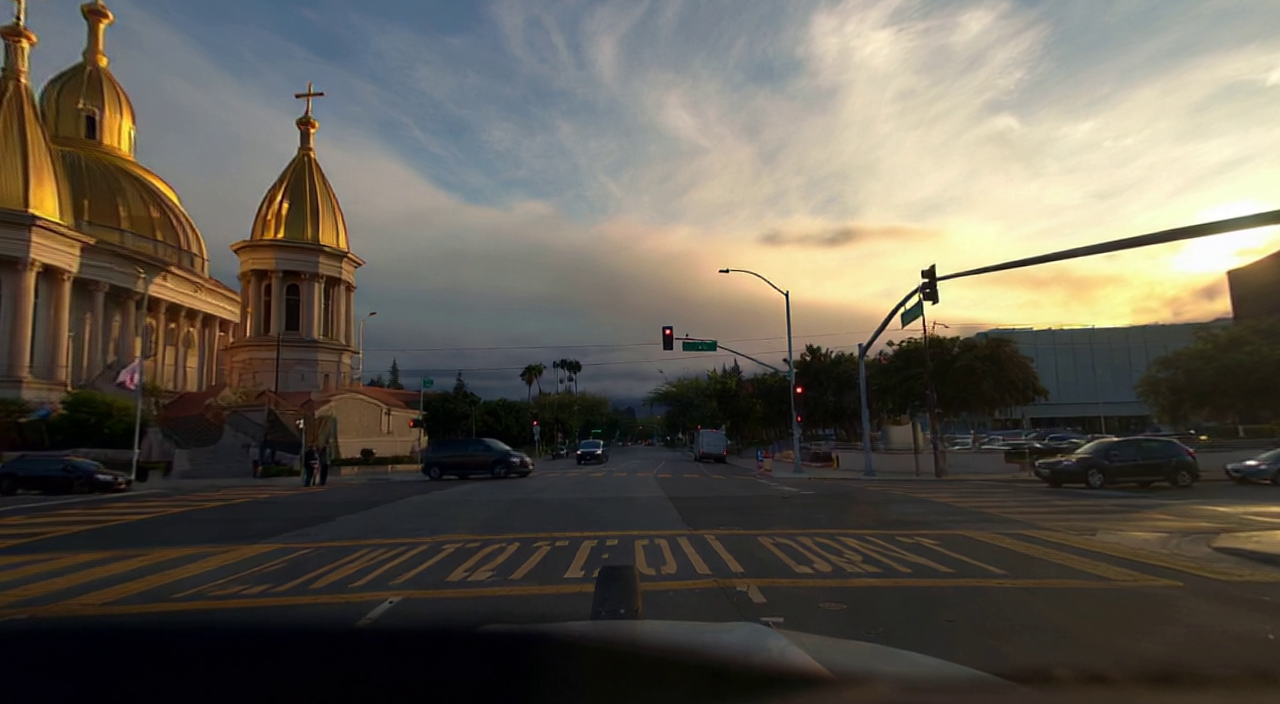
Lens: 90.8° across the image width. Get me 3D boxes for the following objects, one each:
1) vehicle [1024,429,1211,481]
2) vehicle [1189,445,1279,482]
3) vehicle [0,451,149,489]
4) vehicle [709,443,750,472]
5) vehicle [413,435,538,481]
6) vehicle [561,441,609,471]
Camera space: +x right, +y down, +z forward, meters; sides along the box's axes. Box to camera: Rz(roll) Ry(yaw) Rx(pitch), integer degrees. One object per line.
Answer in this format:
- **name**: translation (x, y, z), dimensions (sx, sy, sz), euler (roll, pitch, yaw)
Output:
- **vehicle**: translation (19.868, 4.315, 26.563), dimensions (5.852, 2.057, 2.361), euler (0, -8, 1)
- **vehicle**: translation (26.372, 4.686, 26.675), dimensions (4.561, 1.475, 1.850), euler (0, -8, 0)
- **vehicle**: translation (-23.382, 4.856, 26.207), dimensions (4.479, 1.476, 1.873), euler (0, -8, 1)
- **vehicle**: translation (5.811, 6.862, 41.480), dimensions (1.969, 1.776, 4.329), euler (0, -8, -2)
- **vehicle**: translation (-6.816, 4.359, 26.287), dimensions (4.567, 1.724, 2.051), euler (5, -10, -32)
- **vehicle**: translation (-3.226, 6.274, 38.300), dimensions (2.223, 1.692, 4.688), euler (-1, -8, 3)
